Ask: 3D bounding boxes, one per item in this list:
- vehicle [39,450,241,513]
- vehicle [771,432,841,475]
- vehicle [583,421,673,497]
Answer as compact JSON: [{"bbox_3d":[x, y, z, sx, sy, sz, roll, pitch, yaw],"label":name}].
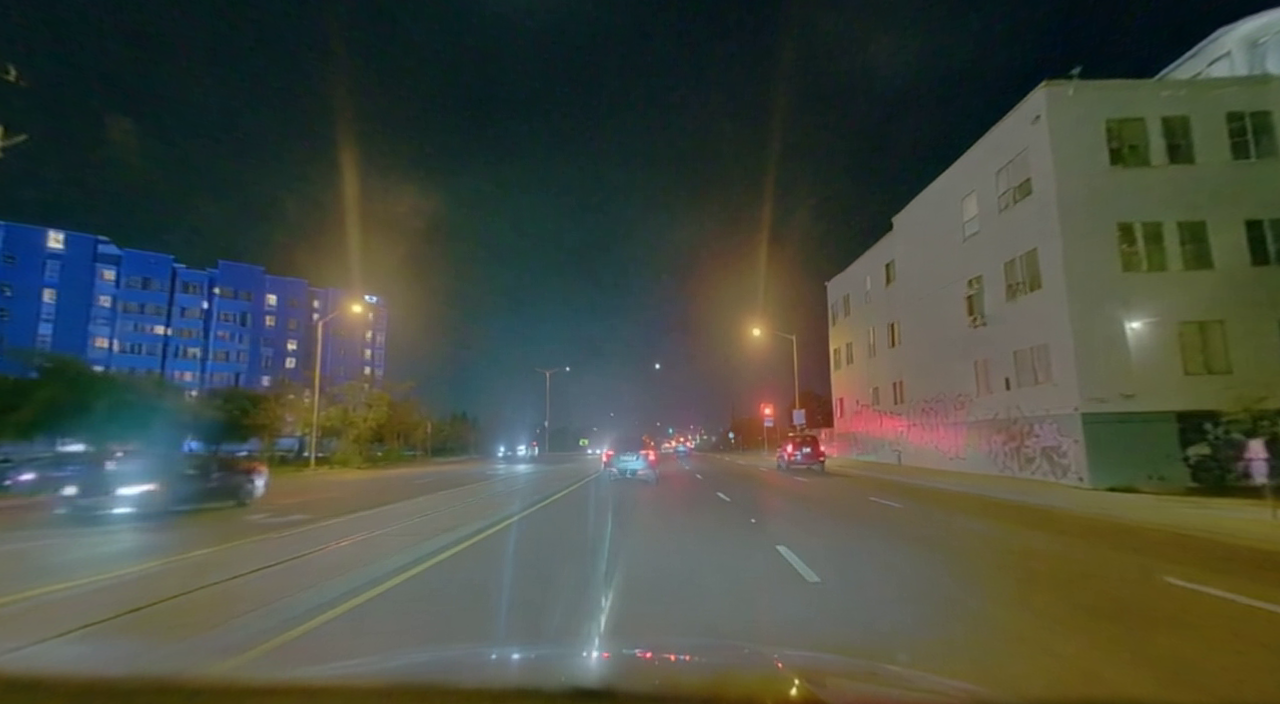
[{"bbox_3d":[-13.948,3.580,18.020,1.842,1.482,4.386,-1,-8,6],"label":"vehicle"},{"bbox_3d":[7.278,4.476,28.113,1.952,1.749,4.311,0,-8,0],"label":"vehicle"},{"bbox_3d":[-0.174,2.896,17.472,2.160,1.786,4.702,-1,-8,3],"label":"vehicle"}]
